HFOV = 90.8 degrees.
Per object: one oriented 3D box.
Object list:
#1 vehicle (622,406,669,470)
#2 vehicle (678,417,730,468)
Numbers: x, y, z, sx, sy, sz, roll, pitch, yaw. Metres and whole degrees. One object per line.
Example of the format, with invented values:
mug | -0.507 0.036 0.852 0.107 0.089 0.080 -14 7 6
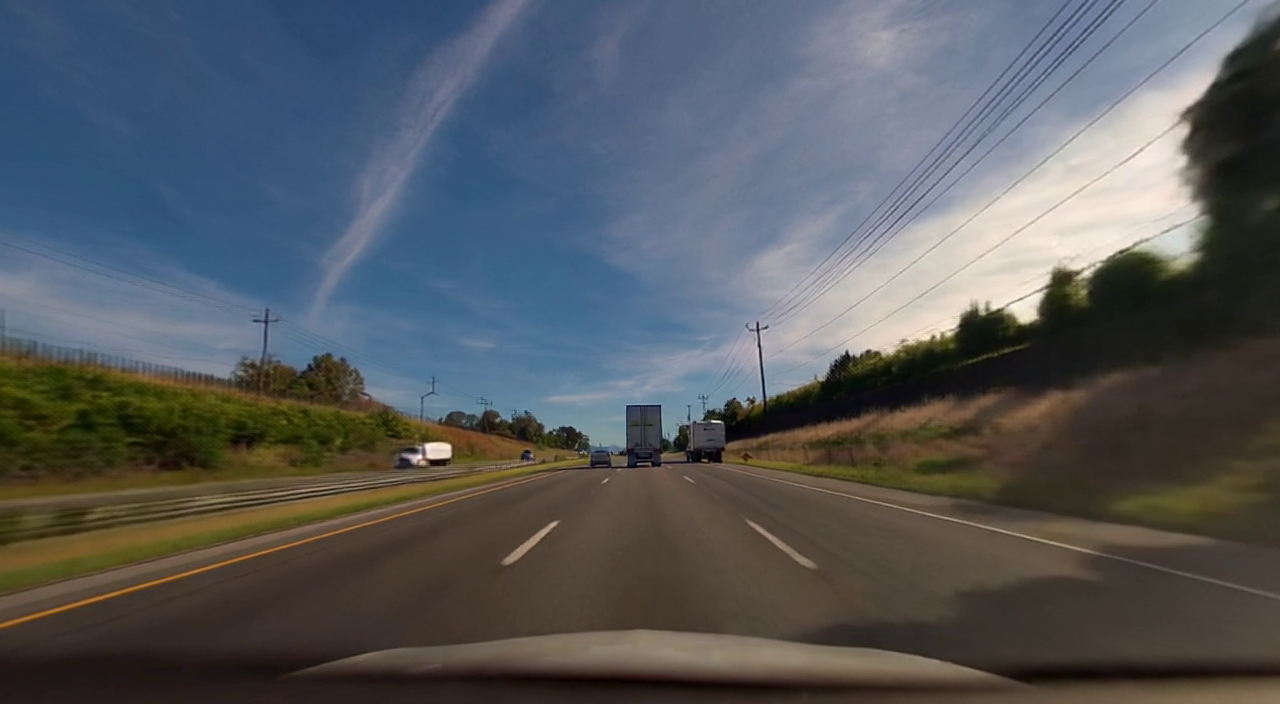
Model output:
vehicle | 0.321 6.575 47.013 2.997 4.076 13.224 0 -9 0
vehicle | 4.545 6.761 46.533 2.938 3.378 8.820 0 -9 0
